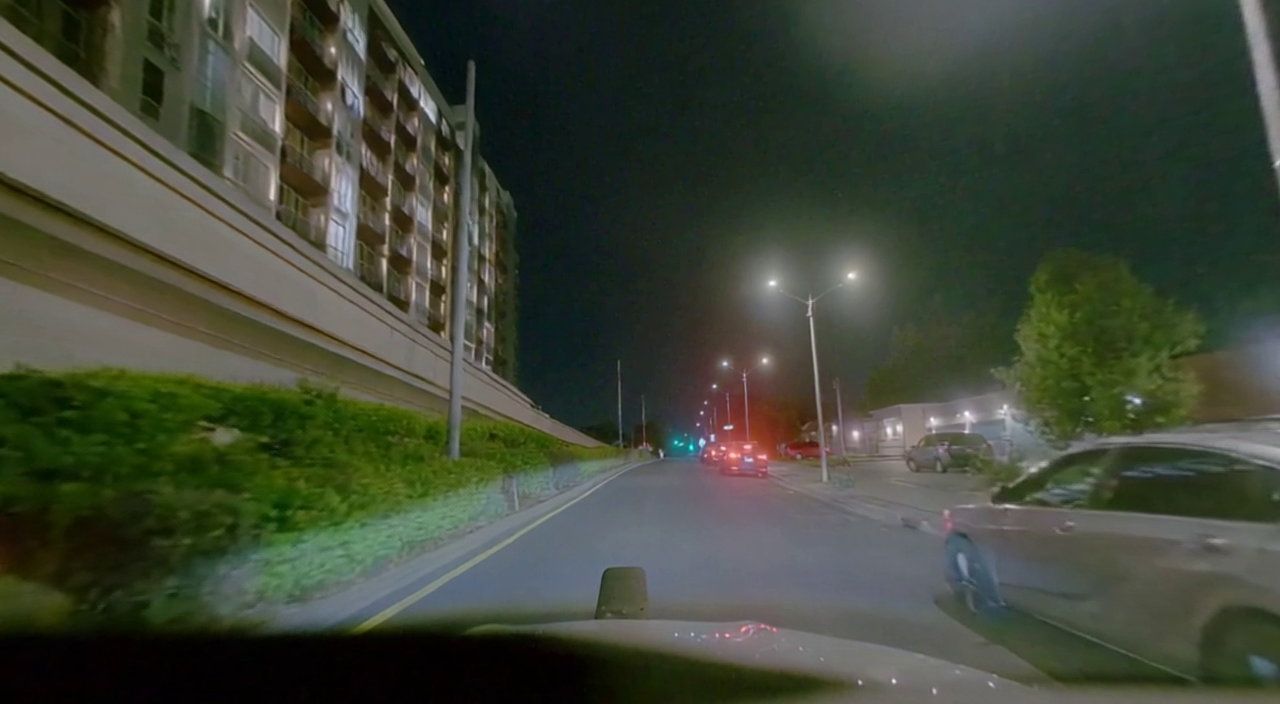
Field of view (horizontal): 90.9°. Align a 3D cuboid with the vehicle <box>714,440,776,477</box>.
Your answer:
[{"bbox_3d":[4.434,4.582,27.307,2.024,1.475,4.565,0,-9,1],"label":"vehicle"}]

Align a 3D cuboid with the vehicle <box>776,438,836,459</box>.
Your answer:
[{"bbox_3d":[13.029,7.615,49.724,4.163,1.471,1.914,-1,-9,-1],"label":"vehicle"}]

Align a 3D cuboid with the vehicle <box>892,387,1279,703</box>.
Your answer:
[{"bbox_3d":[3.232,1.050,3.318,2.026,1.483,4.654,0,-9,2],"label":"vehicle"}]
